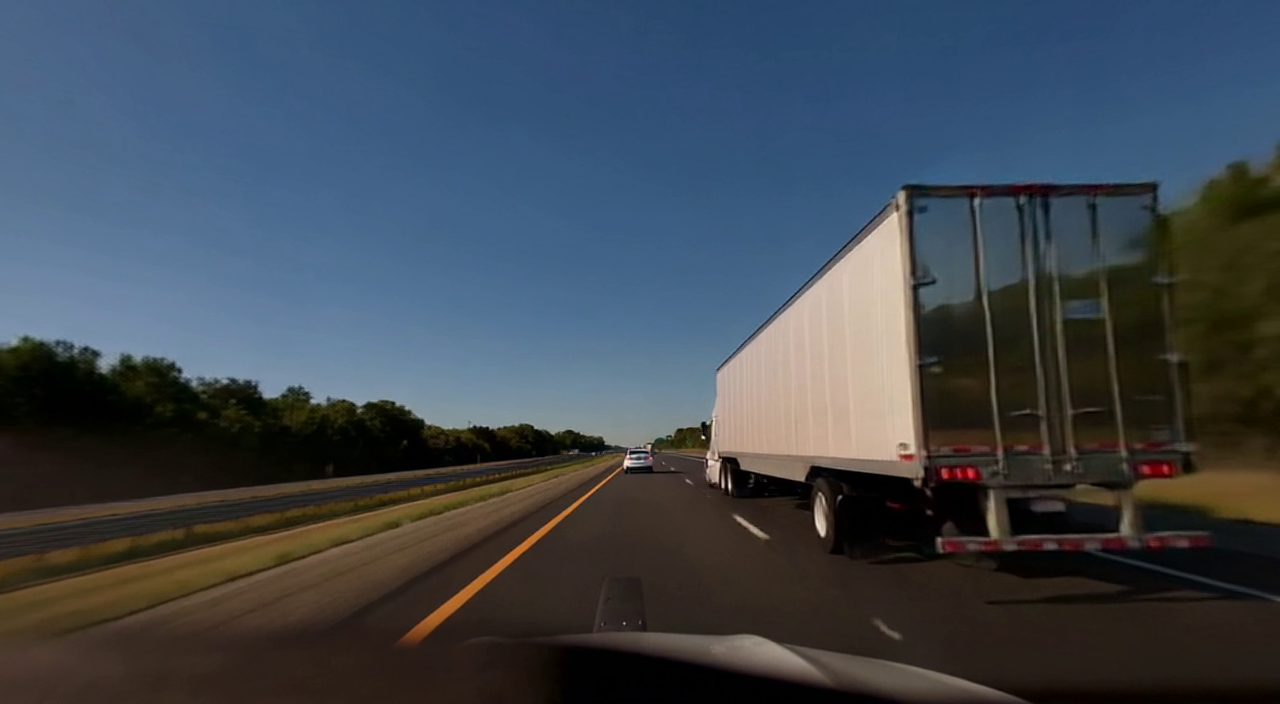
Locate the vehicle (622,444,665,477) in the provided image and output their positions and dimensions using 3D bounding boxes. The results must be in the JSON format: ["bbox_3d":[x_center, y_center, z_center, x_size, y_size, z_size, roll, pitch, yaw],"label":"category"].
[{"bbox_3d":[0.172,5.299,31.065,1.968,1.515,4.025,-1,-8,1],"label":"vehicle"}]

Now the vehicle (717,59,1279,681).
[{"bbox_3d":[3.886,1.142,12.071,2.929,4.158,15.921,0,-8,0],"label":"vehicle"}]
